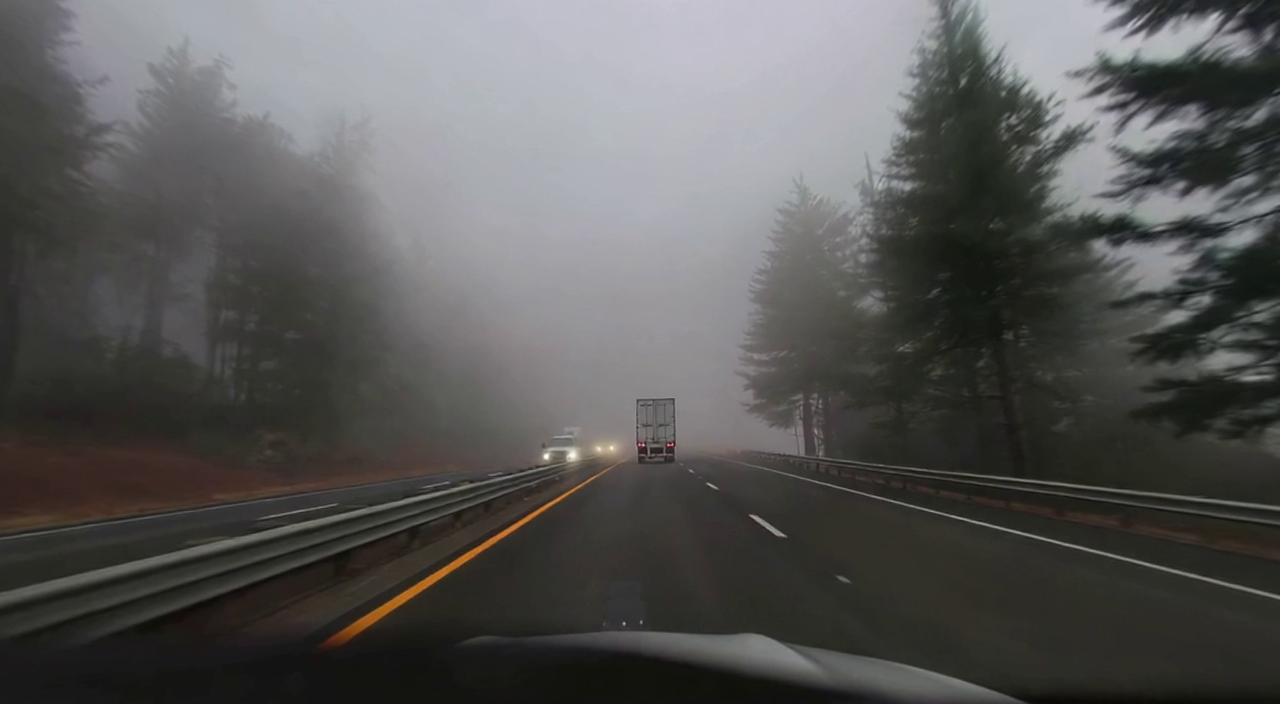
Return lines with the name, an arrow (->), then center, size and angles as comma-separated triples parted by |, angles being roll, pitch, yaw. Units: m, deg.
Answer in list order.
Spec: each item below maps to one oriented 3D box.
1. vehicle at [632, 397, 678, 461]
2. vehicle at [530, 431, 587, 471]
vehicle -> 0.884, 5.716, 45.719 | 2.935, 4.068, 11.036 | 0, -8, -1
vehicle -> -4.572, 5.718, 36.575 | 2.303, 2.069, 6.364 | 0, -8, 2
